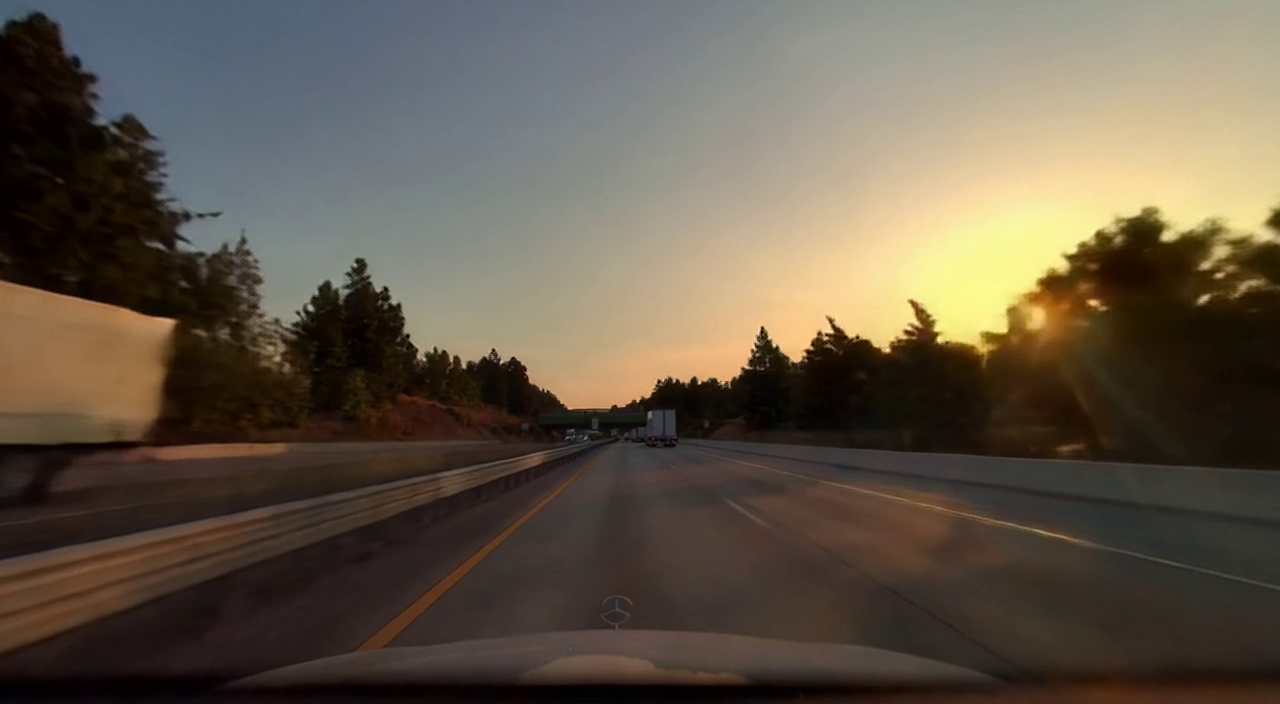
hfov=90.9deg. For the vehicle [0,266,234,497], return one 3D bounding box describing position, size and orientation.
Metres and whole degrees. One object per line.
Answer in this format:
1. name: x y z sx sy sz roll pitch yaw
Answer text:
1. vehicle: -12.818 0.437 10.621 2.859 4.075 14.016 0 -8 -1
